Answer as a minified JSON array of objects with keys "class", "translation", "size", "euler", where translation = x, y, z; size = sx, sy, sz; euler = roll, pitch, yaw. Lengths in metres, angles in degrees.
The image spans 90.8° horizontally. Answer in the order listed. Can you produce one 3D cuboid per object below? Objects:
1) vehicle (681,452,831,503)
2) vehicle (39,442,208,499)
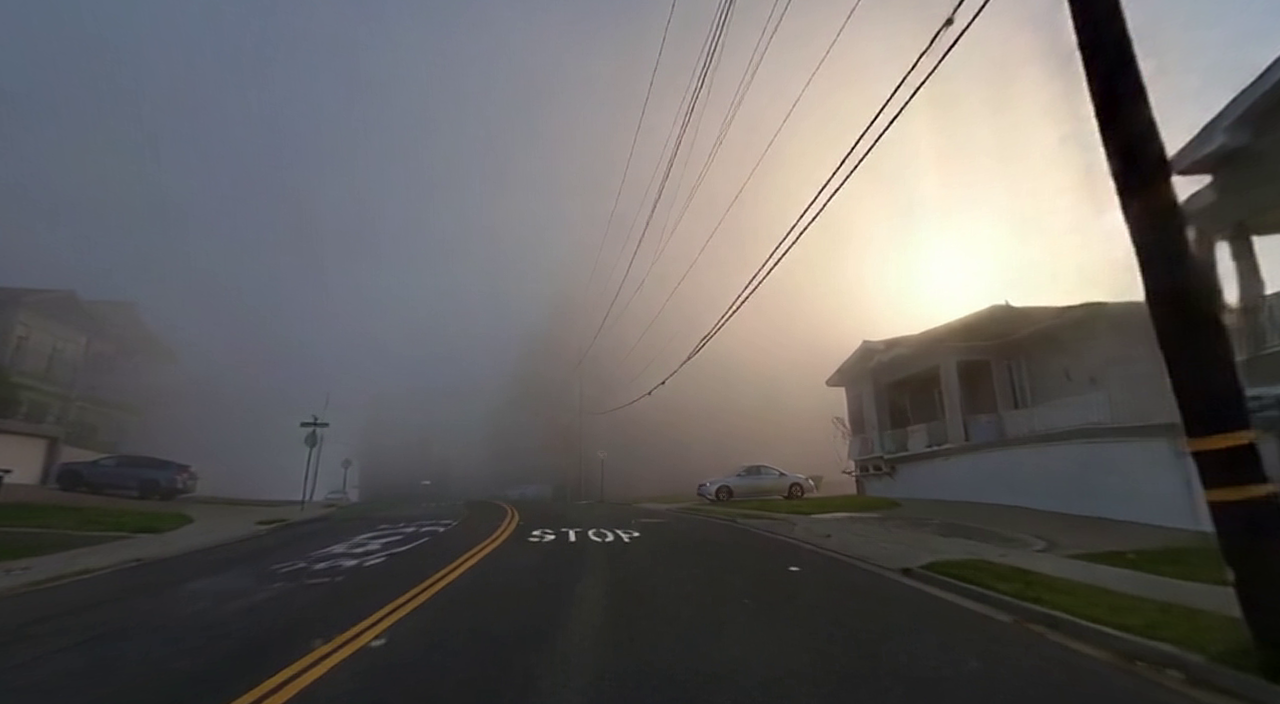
[{"class":"vehicle","translation":[4.698,5.128,25.966],"size":[5.578,1.842,2.300],"euler":[4,-10,-12]},{"class":"vehicle","translation":[-21.165,4.984,26.268],"size":[4.942,1.912,2.121],"euler":[6,-21,-28]}]
